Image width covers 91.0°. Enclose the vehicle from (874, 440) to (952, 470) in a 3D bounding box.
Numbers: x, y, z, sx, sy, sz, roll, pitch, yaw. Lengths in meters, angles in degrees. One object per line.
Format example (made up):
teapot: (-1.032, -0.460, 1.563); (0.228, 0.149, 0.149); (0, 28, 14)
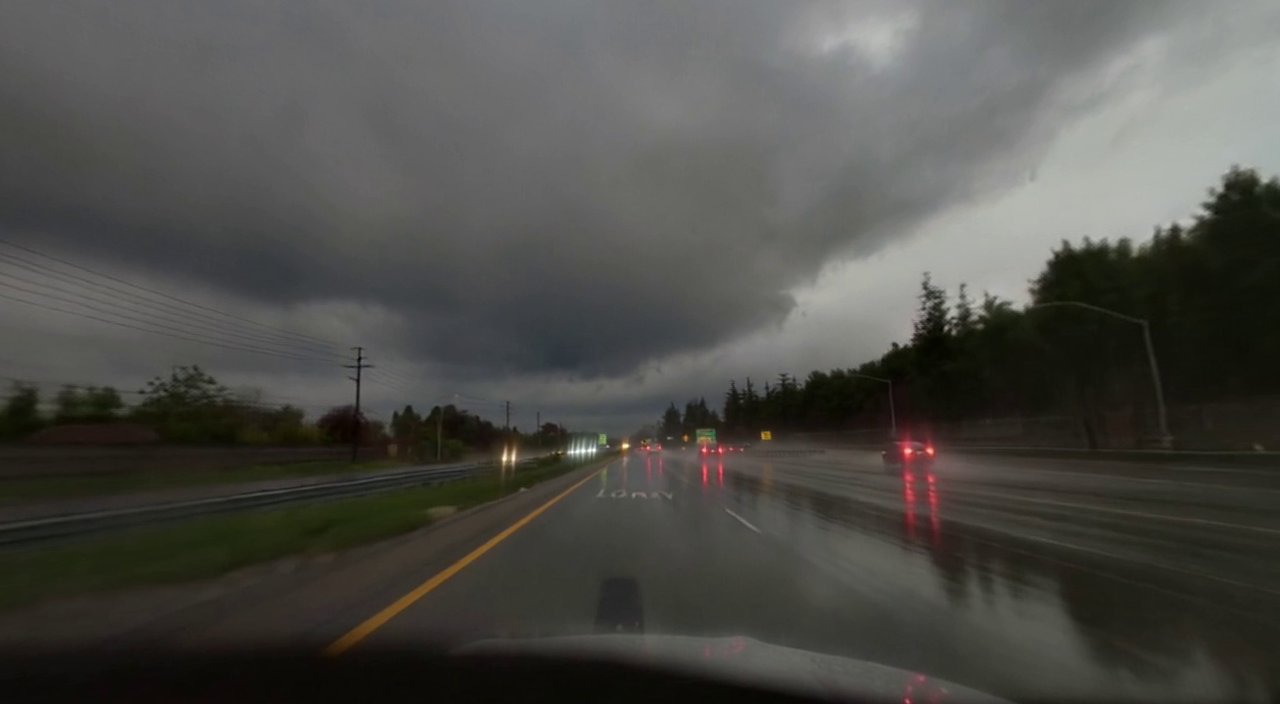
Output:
vehicle: (14.569, 5.511, 33.873); (2.089, 1.484, 4.573); (0, -9, -1)
